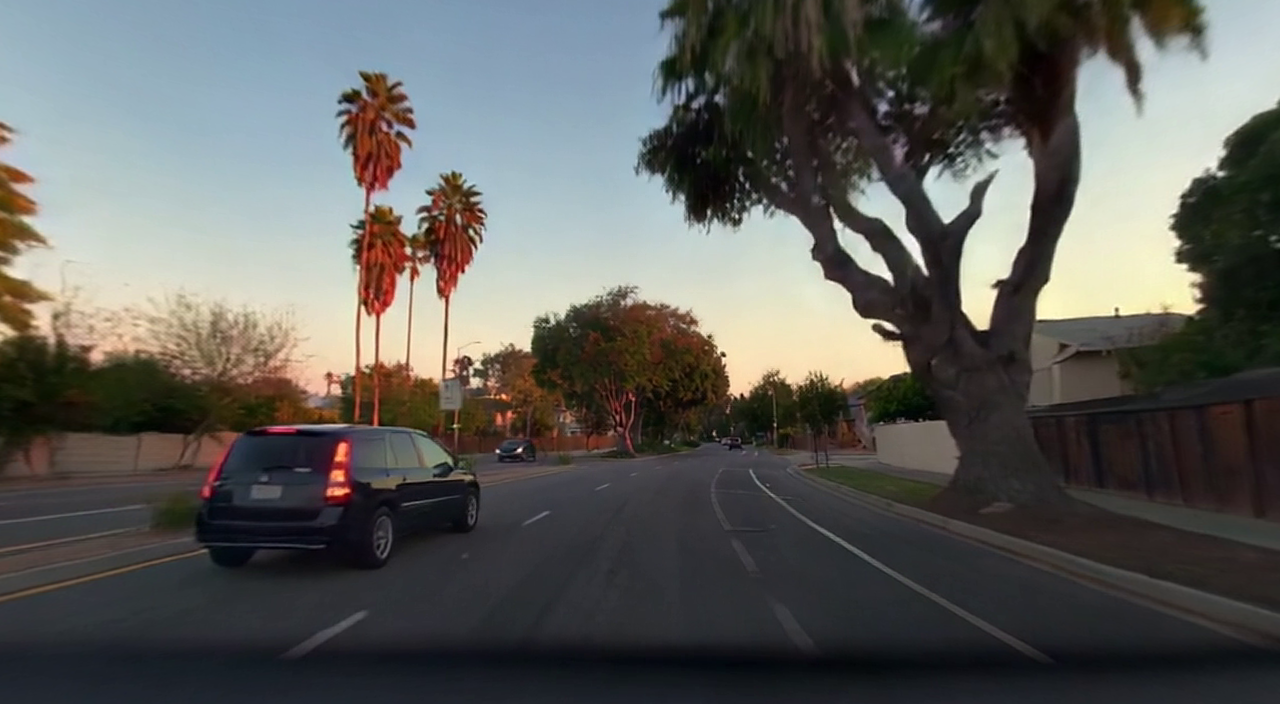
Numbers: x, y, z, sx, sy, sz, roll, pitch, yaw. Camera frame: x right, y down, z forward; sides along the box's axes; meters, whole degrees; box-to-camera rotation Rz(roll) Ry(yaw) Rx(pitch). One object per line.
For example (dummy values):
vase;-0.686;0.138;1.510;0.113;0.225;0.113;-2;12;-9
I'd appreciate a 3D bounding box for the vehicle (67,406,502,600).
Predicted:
vehicle;-3.357;1.535;7.391;2.075;1.498;4.730;-1;-8;5

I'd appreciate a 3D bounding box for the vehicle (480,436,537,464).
vehicle;-8.336;6.278;40.397;2.070;1.644;4.458;-2;-8;10
